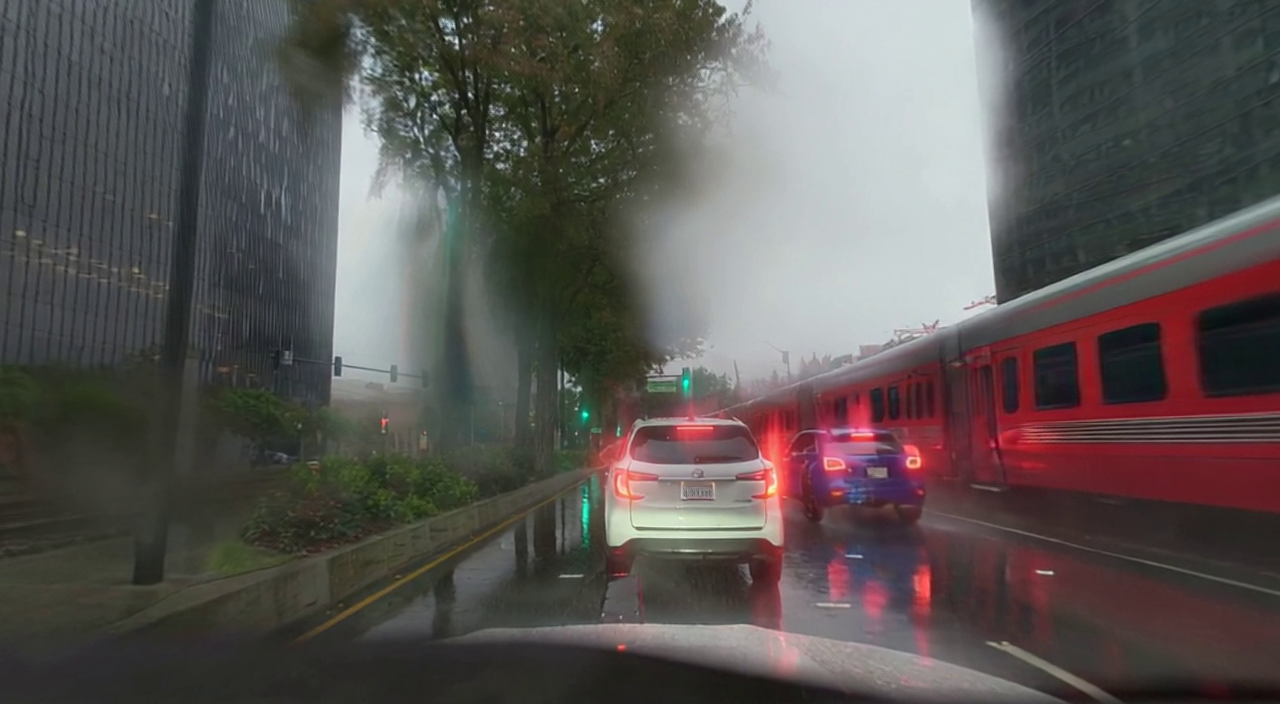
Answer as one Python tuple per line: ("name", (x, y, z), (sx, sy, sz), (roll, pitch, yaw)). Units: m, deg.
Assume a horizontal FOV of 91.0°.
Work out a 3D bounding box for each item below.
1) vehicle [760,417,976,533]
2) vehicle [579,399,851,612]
("vehicle", (3.870, 2.200, 11.832), (2.212, 1.709, 4.715), (0, -9, -1))
("vehicle", (0.489, 1.537, 7.172), (2.190, 1.684, 4.084), (0, -9, -3))
